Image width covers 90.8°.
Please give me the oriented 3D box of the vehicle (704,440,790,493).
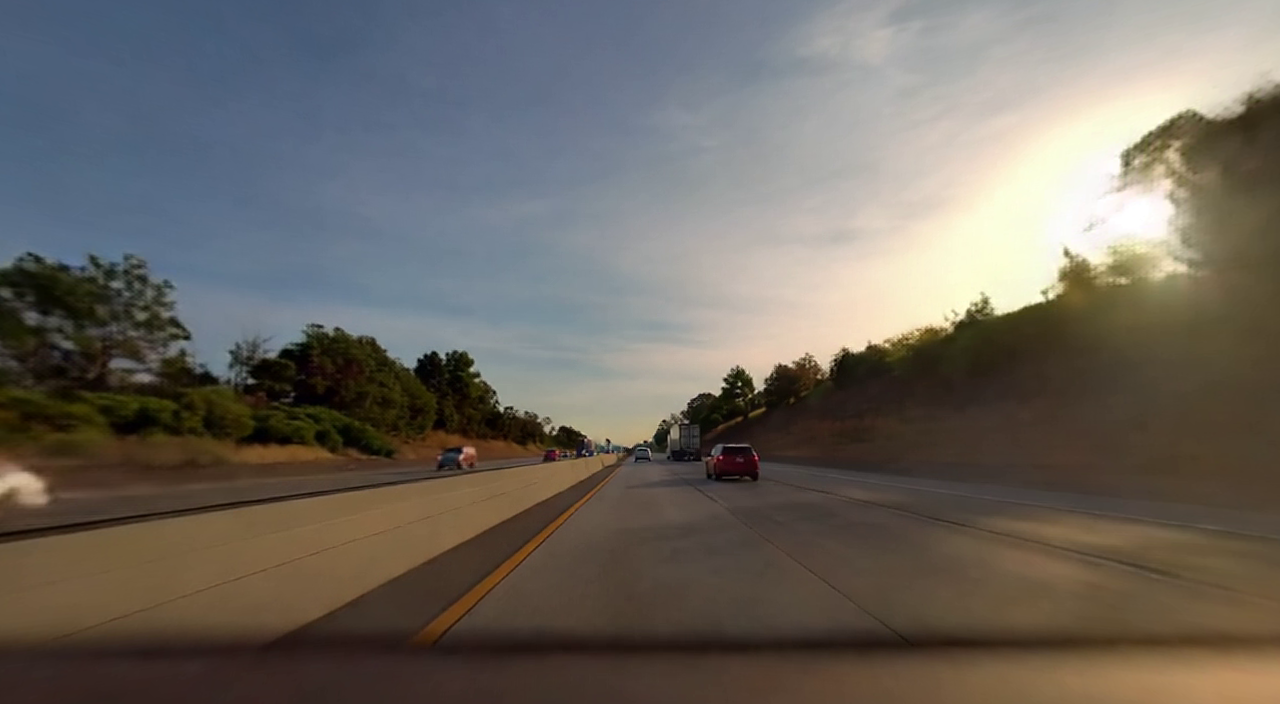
[{"bbox_3d":[3.655,3.998,22.435,2.130,1.658,4.537,0,-9,-2],"label":"vehicle"}]
